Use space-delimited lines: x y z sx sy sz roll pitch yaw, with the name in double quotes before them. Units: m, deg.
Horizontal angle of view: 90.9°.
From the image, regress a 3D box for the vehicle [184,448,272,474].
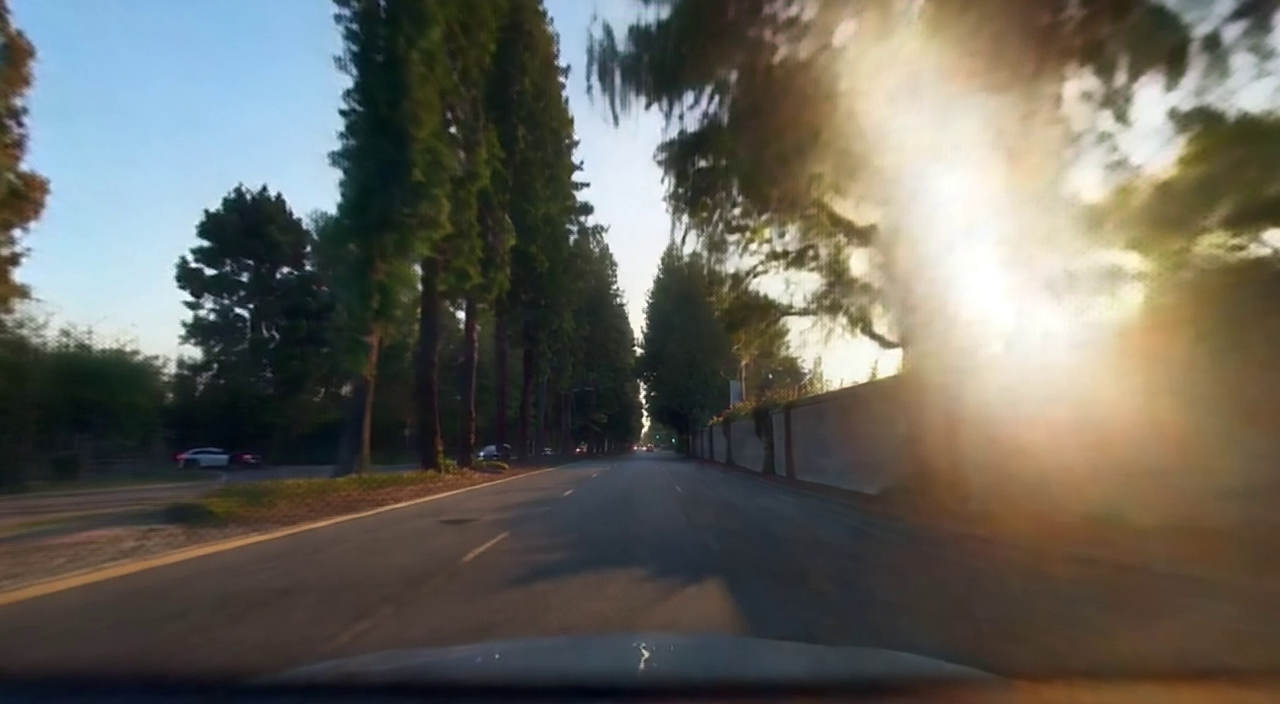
"vehicle" -25.950 6.854 39.832 4.188 1.536 1.845 0 -8 -3
